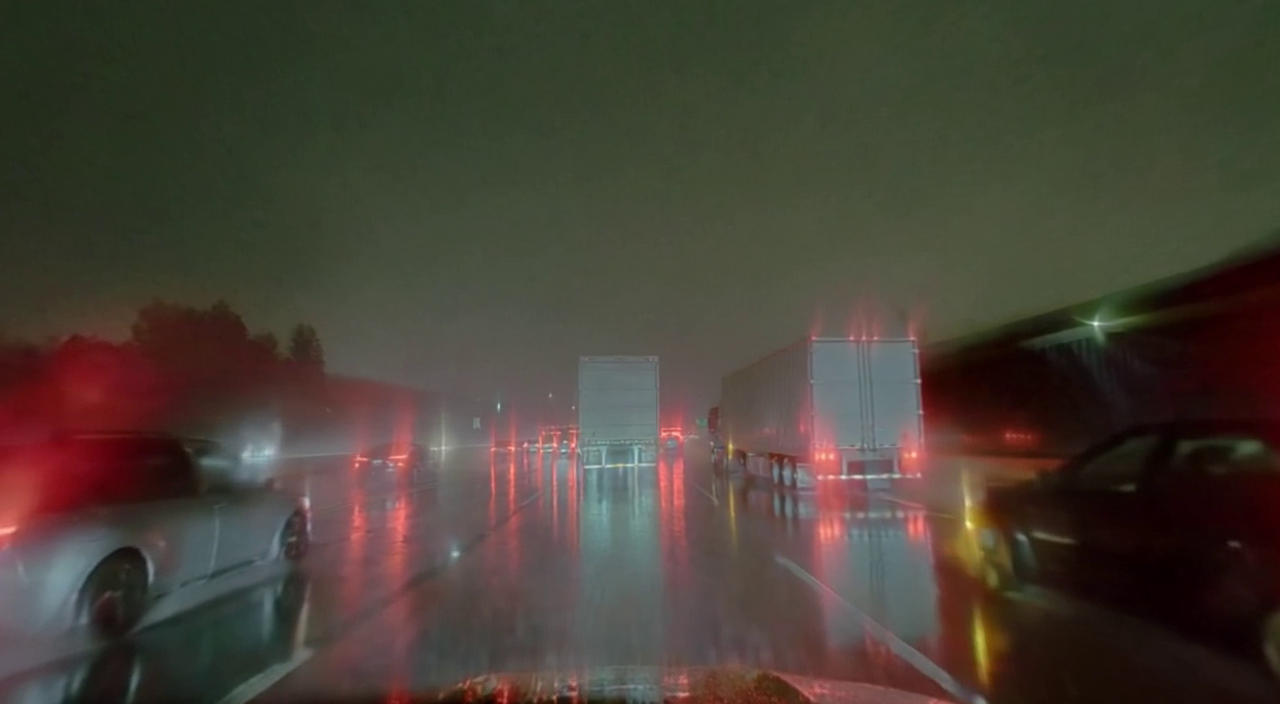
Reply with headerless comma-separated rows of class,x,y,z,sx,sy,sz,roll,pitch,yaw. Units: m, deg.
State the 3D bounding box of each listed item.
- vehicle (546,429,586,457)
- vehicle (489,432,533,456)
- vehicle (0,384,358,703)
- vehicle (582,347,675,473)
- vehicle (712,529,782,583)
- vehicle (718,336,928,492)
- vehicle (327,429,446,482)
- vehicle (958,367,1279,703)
vehicle,-4.540,5.624,39.066,1.986,1.612,4.155,0,-8,0
vehicle,-8.603,6.168,42.246,2.019,1.471,4.347,0,-8,0
vehicle,-3.868,1.129,4.557,1.882,1.493,3.828,0,-8,-1
vehicle,-0.495,2.486,25.080,2.938,4.033,9.980,0,-8,-2
vehicle,5.092,9.834,30.462,2.835,2.000,2.696,0,-7,-2
vehicle,5.501,2.502,22.967,2.863,3.936,14.058,0,-8,-3
vehicle,-7.805,3.203,19.882,1.909,1.479,4.425,0,-8,0
vehicle,3.387,0.844,2.563,1.976,1.513,4.065,0,-8,-1
